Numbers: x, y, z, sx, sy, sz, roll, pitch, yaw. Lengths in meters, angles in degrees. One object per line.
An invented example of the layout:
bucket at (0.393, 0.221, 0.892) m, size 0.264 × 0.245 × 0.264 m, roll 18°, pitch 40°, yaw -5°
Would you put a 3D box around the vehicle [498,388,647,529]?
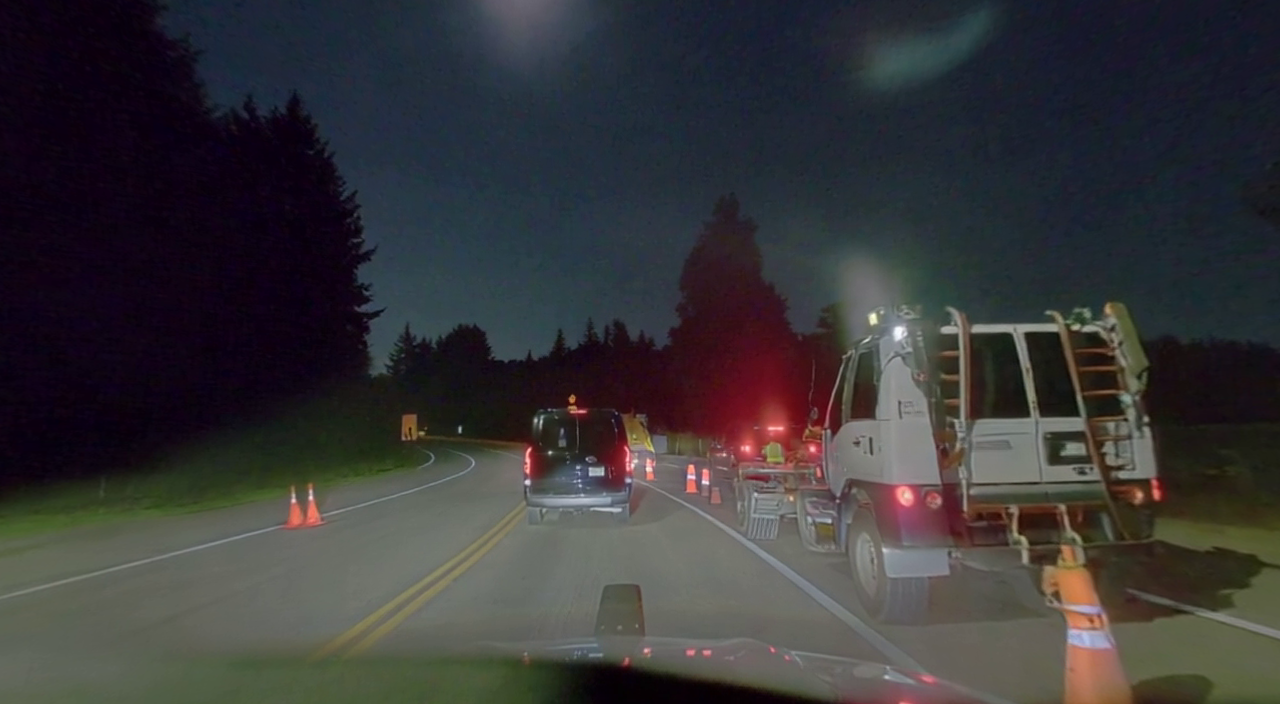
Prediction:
vehicle at (-1.176, 2.066, 12.586) m, size 2.362 × 2.223 × 4.892 m, roll 0°, pitch -9°, yaw -3°
